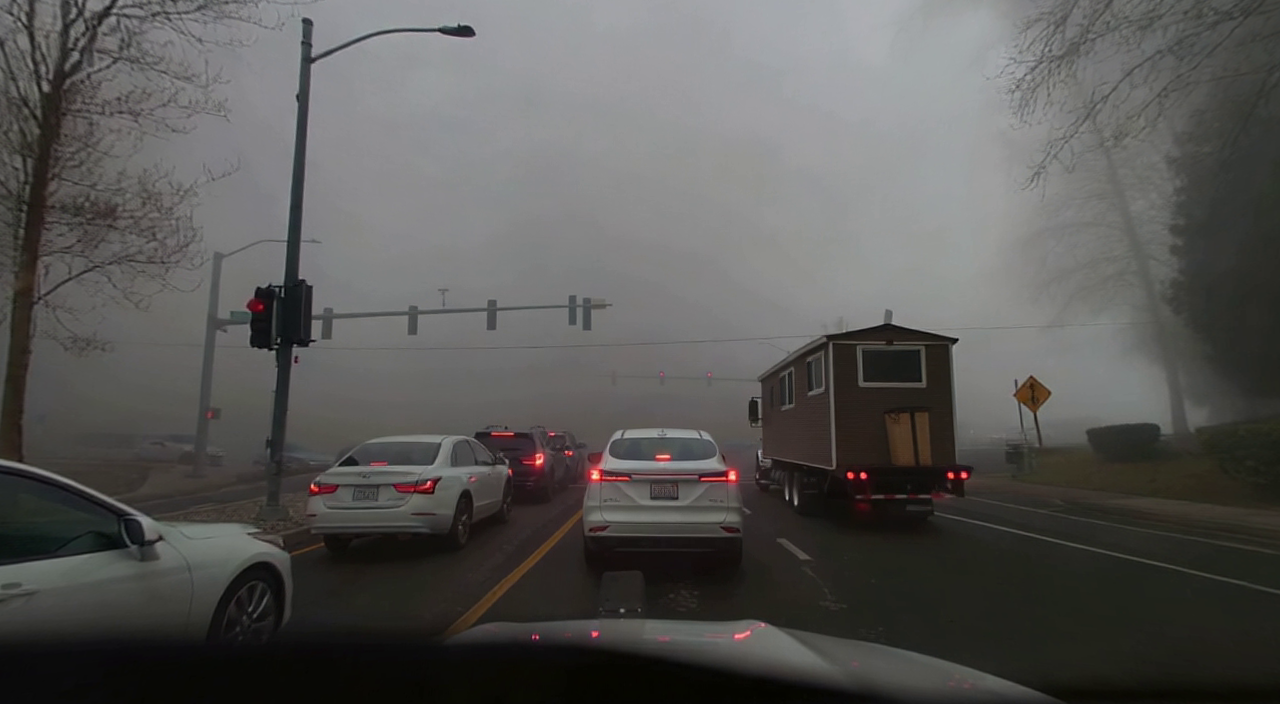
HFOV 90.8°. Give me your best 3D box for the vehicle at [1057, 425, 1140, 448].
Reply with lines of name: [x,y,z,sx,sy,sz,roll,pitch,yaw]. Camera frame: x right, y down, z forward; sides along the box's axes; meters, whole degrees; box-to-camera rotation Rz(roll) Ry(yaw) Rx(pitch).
vehicle: [33.164,6.151,45.881,4.671,1.595,1.824,-5,-10,31]

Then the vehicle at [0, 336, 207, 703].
vehicle: [-3.431,0.673,1.475,1.952,1.730,4.116,0,-9,-1]

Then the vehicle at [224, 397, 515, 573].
vehicle: [-3.268,1.717,8.852,2.085,1.812,4.388,0,-9,0]

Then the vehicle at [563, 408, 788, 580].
vehicle: [0.353,1.698,8.318,2.189,1.649,4.171,0,-9,0]

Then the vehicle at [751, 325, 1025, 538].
vehicle: [3.681,1.417,11.020,2.531,2.750,5.595,0,-8,1]
